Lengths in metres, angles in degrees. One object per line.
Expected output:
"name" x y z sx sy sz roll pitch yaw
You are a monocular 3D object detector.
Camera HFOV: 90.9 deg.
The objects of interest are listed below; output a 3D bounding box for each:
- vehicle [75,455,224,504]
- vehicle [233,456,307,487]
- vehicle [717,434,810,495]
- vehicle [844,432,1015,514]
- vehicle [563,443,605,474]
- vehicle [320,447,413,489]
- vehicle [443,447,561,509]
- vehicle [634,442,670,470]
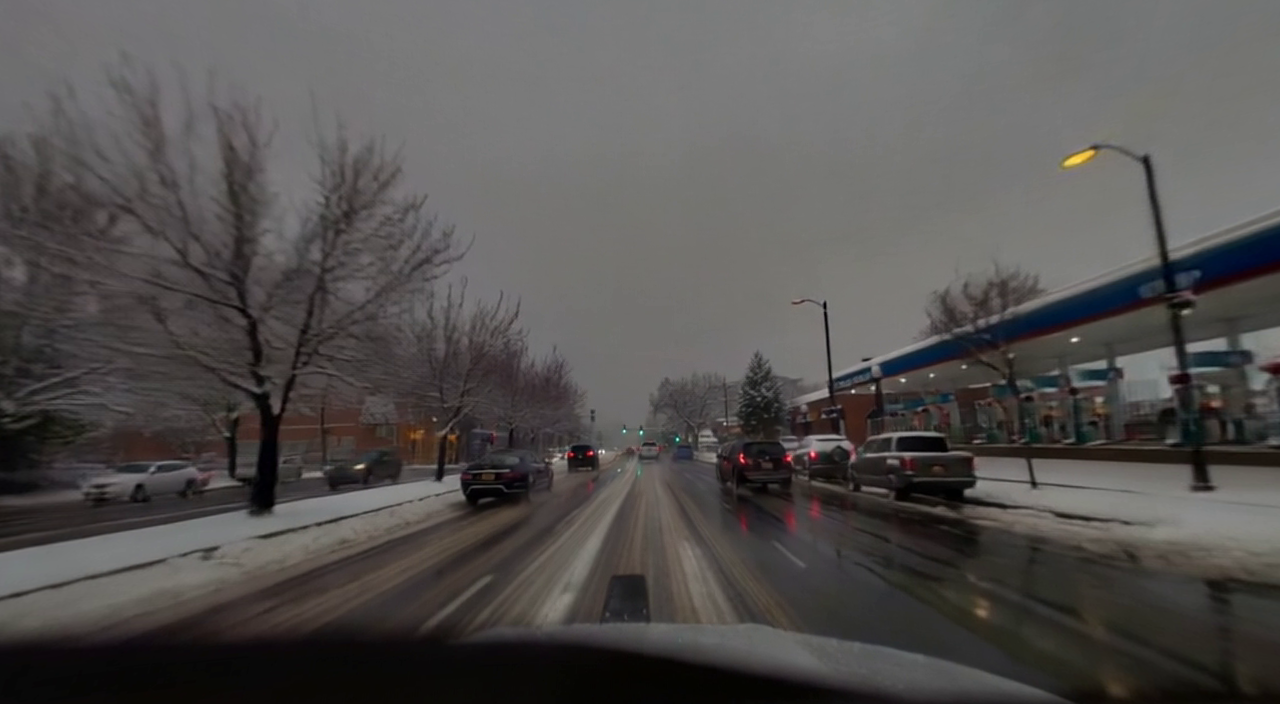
"vehicle" -18.711 4.845 24.375 1.947 1.616 4.638 0 -8 1
"vehicle" -21.996 7.078 37.679 1.821 1.645 4.211 0 -8 1
"vehicle" 3.789 3.558 20.290 1.980 1.709 4.813 0 -8 0
"vehicle" 7.060 3.017 16.158 2.417 1.736 5.043 -1 -9 6
"vehicle" -3.220 6.163 36.742 1.988 1.645 3.995 0 -8 1
"vehicle" -12.263 5.191 28.682 2.096 1.720 4.694 0 -8 1
"vehicle" -3.402 3.188 16.486 2.013 1.354 4.393 0 -8 1
"vehicle" 0.765 6.740 41.031 2.192 1.674 4.124 0 -8 0
